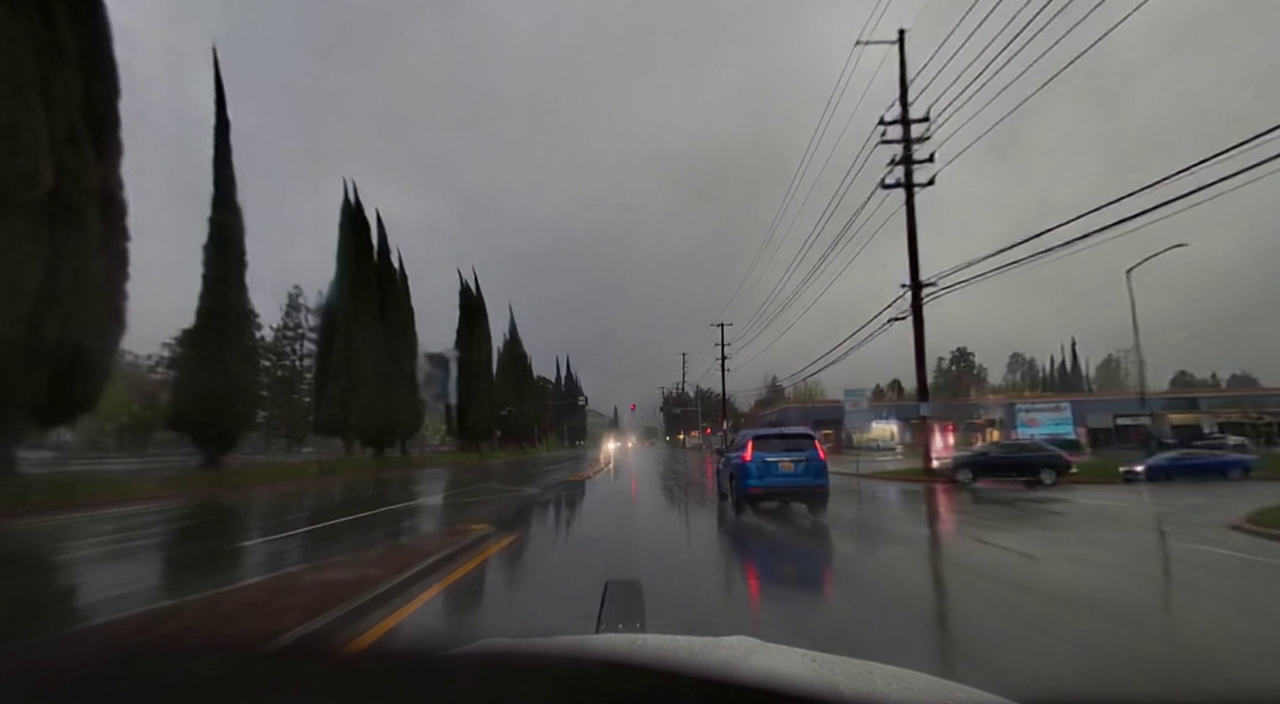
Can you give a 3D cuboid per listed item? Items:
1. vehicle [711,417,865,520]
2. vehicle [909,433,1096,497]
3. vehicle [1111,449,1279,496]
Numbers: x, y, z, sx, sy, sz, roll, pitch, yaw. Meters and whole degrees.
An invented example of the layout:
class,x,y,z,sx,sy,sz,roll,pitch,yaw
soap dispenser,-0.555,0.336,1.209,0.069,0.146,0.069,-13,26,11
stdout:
class,x,y,z,sx,sy,sz,roll,pitch,yaw
vehicle,2.915,2.428,13.679,2.060,1.820,4.713,0,-9,-1
vehicle,11.738,3.673,20.730,4.801,1.802,2.022,-2,-9,-2
vehicle,18.579,3.963,20.995,4.208,1.434,2.021,0,-9,0
